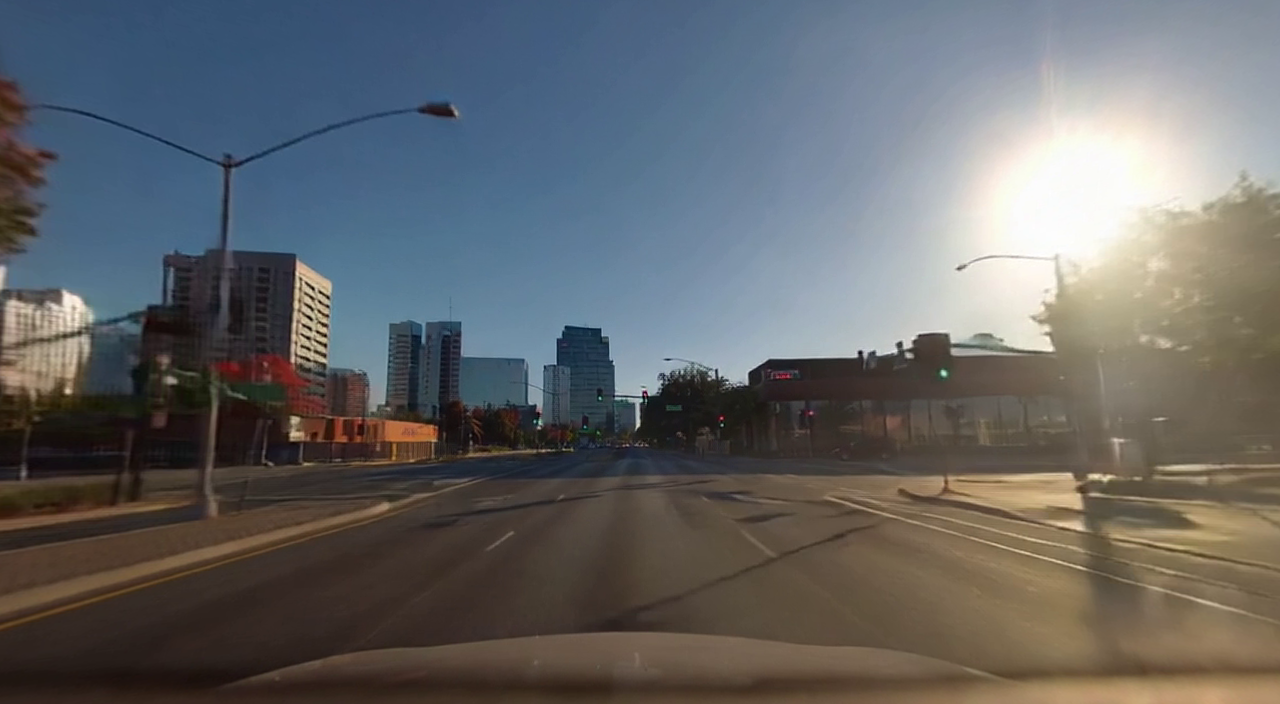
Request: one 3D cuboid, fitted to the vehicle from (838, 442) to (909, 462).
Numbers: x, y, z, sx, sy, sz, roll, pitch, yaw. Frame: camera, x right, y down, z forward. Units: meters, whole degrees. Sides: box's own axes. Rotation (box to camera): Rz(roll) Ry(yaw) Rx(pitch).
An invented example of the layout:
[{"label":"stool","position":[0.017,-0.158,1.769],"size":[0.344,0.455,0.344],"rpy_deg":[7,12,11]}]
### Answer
[{"label":"vehicle","position":[17.636,7.552,47.657],"size":[4.583,1.426,1.892],"rpy_deg":[0,-9,-3]}]
